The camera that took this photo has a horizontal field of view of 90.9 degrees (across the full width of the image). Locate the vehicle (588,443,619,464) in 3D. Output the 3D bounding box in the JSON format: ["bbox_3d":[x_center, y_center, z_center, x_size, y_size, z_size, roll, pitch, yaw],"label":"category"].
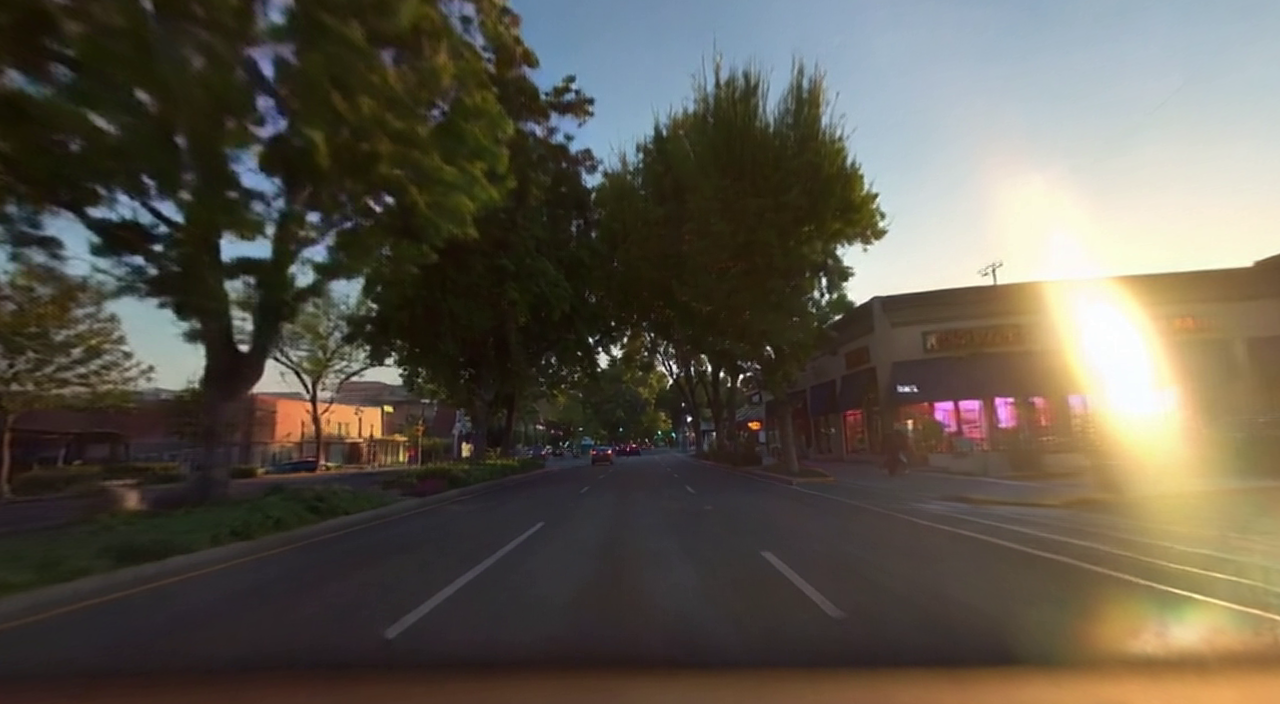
[{"bbox_3d":[-2.774,7.814,48.685,2.082,1.460,4.442,0,-8,1],"label":"vehicle"}]

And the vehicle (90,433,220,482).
[{"bbox_3d":[-29.590,6.420,38.606,5.890,2.815,2.228,0,-8,-2],"label":"vehicle"}]
